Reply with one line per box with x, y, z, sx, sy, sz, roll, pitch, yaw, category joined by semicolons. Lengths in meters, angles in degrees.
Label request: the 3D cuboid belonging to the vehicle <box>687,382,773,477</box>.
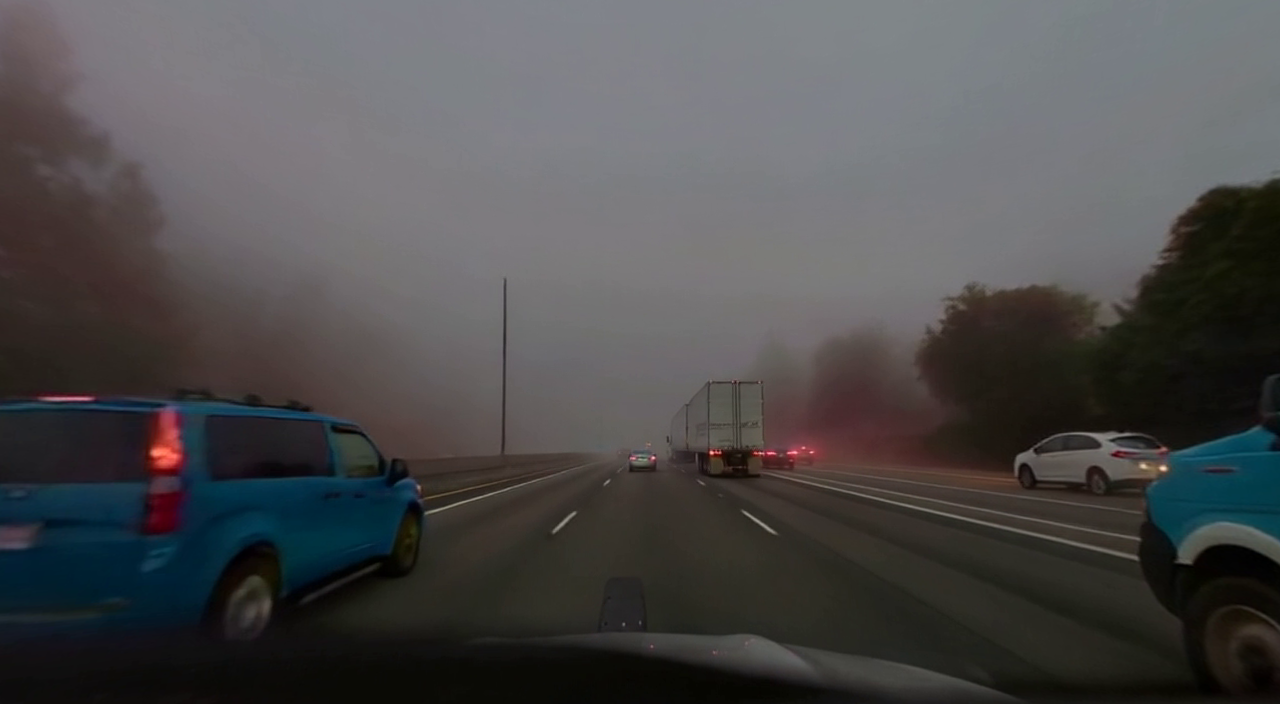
4.352;4.293;33.645;2.821;4.077;12.562;0;-9;0;vehicle

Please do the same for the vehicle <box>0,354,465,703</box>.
-3.169;1.221;4.889;2.237;1.745;4.575;0;-9;1;vehicle

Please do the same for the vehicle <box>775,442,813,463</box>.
11.519;7.531;47.330;1.876;1.552;3.640;0;-9;0;vehicle

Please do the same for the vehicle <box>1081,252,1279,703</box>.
3.717;0.339;0.560;2.441;2.017;5.739;0;-9;0;vehicle

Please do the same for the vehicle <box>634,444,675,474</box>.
0.706;5.648;33.589;2.063;1.469;4.208;0;-9;0;vehicle
